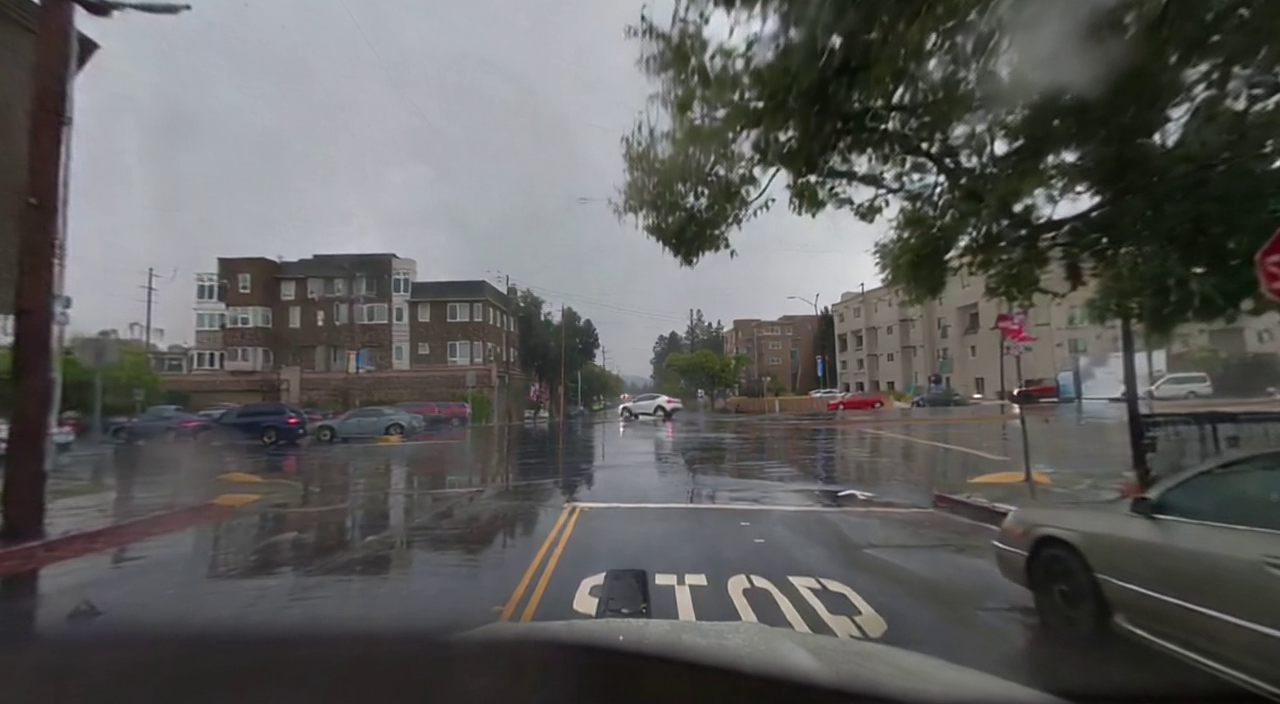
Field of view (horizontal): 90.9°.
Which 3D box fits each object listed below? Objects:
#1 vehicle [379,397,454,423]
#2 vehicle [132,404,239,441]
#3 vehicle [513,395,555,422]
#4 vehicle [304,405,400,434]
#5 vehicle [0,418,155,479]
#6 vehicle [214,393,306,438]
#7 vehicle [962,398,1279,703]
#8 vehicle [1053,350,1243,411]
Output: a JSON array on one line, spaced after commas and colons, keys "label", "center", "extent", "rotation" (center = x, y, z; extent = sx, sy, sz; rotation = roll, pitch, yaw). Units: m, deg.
[{"label": "vehicle", "center": [-15.744, 4.161, 44.592], "extent": [2.010, 1.583, 4.582], "rotation": [-6, -10, 36]}, {"label": "vehicle", "center": [-24.816, 3.878, 34.474], "extent": [4.696, 1.801, 1.948], "rotation": [-3, -7, 10]}, {"label": "vehicle", "center": [-6.774, 3.698, 40.827], "extent": [2.156, 1.620, 4.945], "rotation": [2, -6, -4]}, {"label": "vehicle", "center": [-15.108, 3.567, 33.143], "extent": [4.233, 1.432, 1.755], "rotation": [-1, -8, 9]}, {"label": "vehicle", "center": [-16.935, 2.757, 18.069], "extent": [4.525, 1.596, 2.085], "rotation": [-1, -8, 8]}, {"label": "vehicle", "center": [-20.293, 3.451, 33.785], "extent": [3.506, 2.261, 2.158], "rotation": [-1, -8, 8]}, {"label": "vehicle", "center": [3.499, 0.934, 2.478], "extent": [2.025, 1.492, 4.291], "rotation": [0, -8, -3]}, {"label": "vehicle", "center": [35.162, 2.011, 43.865], "extent": [10.986, 3.604, 2.707], "rotation": [-3, -6, -3]}]
